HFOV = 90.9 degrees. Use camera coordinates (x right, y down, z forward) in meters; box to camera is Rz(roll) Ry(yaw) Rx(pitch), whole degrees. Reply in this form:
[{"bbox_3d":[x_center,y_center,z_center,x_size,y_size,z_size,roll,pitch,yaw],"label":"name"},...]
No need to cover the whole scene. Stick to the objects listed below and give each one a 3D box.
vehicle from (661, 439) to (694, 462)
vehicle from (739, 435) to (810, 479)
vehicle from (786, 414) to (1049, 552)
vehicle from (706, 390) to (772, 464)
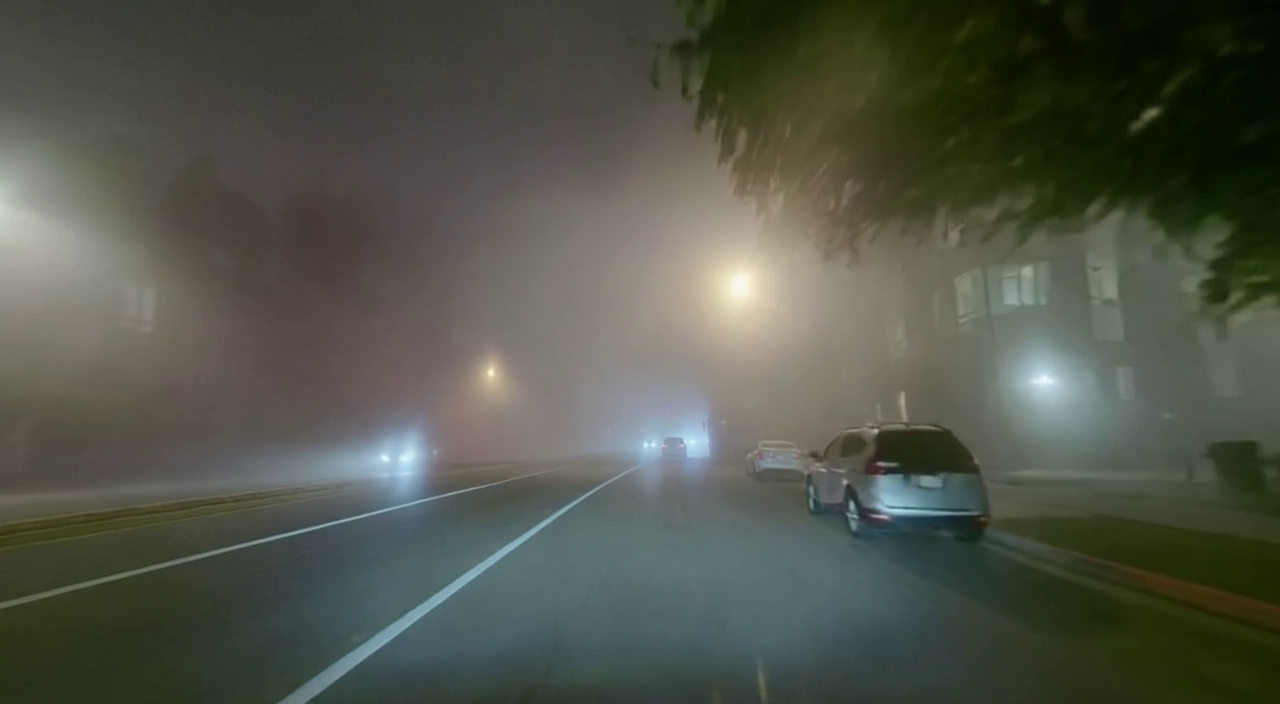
[{"bbox_3d":[2.393,6.168,39.697,1.871,1.370,4.206,-1,-8,6],"label":"vehicle"},{"bbox_3d":[4.937,3.907,23.750,1.884,1.472,4.650,-1,-8,3],"label":"vehicle"},{"bbox_3d":[3.916,1.933,10.061,2.121,1.659,4.675,-1,-8,1],"label":"vehicle"},{"bbox_3d":[6.104,5.054,41.200,3.157,3.982,13.307,-1,-8,5],"label":"vehicle"}]
